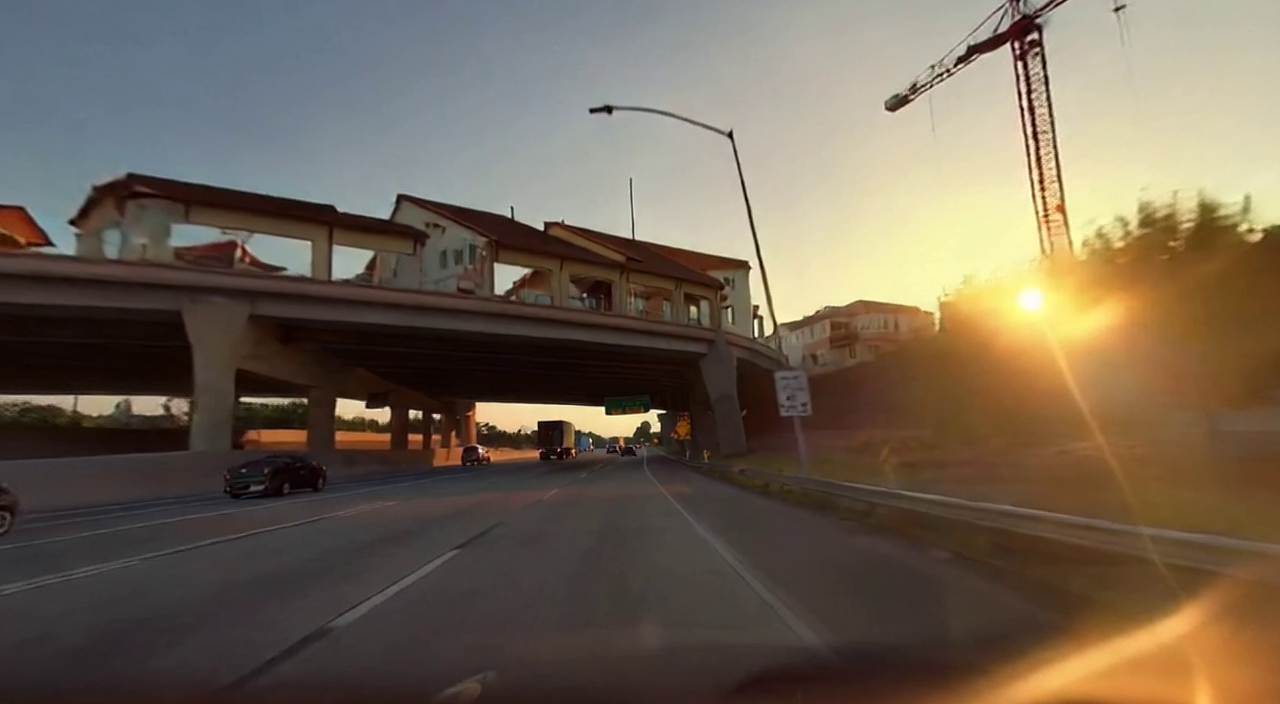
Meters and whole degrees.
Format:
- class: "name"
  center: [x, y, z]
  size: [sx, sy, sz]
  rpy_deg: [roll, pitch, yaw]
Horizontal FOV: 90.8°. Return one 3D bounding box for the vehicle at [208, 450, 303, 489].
- class: "vehicle"
  center: [-19.210, 5.863, 31.871]
  size: [1.932, 1.752, 4.541]
  rpy_deg: [-1, -8, 0]
